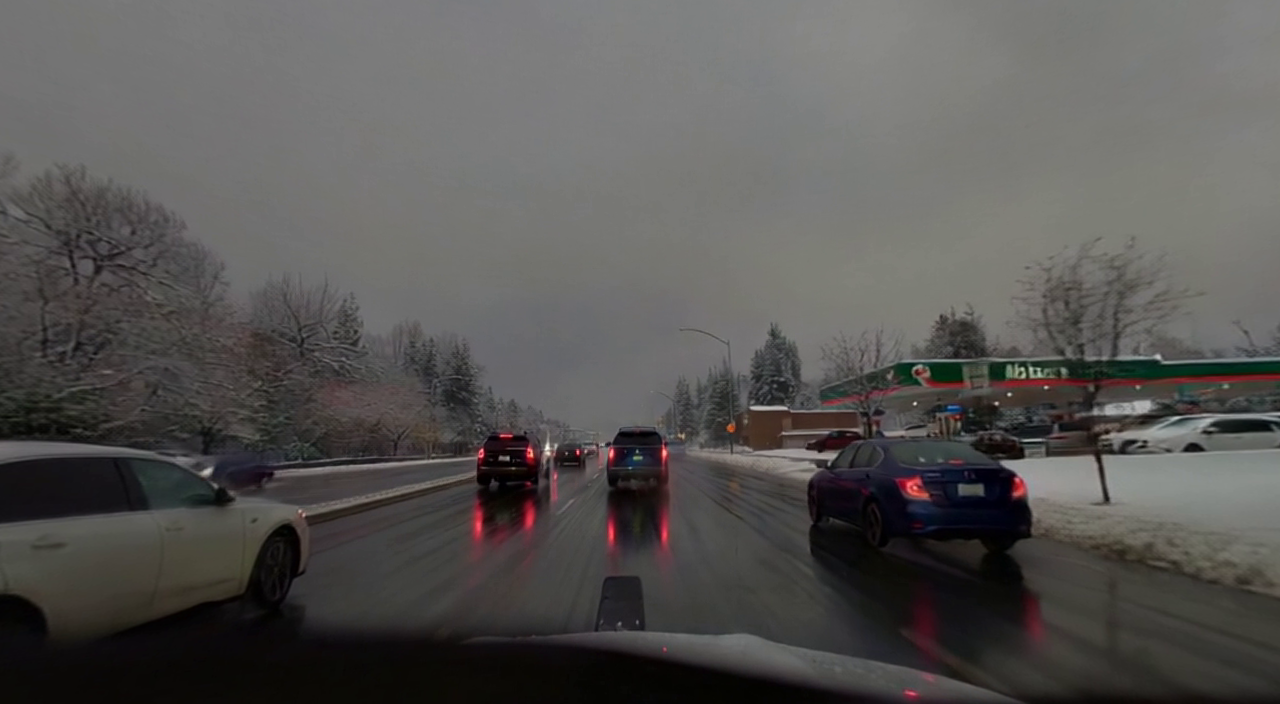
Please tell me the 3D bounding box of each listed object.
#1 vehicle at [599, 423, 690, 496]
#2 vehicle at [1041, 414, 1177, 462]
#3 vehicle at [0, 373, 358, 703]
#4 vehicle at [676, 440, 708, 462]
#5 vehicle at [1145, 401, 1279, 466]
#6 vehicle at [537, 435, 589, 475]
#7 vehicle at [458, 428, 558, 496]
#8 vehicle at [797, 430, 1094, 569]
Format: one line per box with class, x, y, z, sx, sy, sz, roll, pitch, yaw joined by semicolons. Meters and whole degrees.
vehicle;0.089;2.993;17.889;2.279;1.803;4.254;0;-8;-1
vehicle;18.977;3.537;25.850;2.037;1.762;4.240;1;-8;-6
vehicle;-3.550;1.056;3.747;1.864;1.574;4.031;0;-8;0
vehicle;3.776;7.318;46.671;1.926;1.522;3.852;0;-8;-1
vehicle;17.972;2.435;18.603;1.906;1.734;4.483;2;-9;-12
vehicle;-3.407;4.640;28.627;1.871;1.673;3.920;0;-8;0
vehicle;-3.617;3.097;18.116;1.932;1.695;4.150;0;-8;0
vehicle;3.854;1.921;9.118;1.888;1.456;4.589;0;-8;-2
